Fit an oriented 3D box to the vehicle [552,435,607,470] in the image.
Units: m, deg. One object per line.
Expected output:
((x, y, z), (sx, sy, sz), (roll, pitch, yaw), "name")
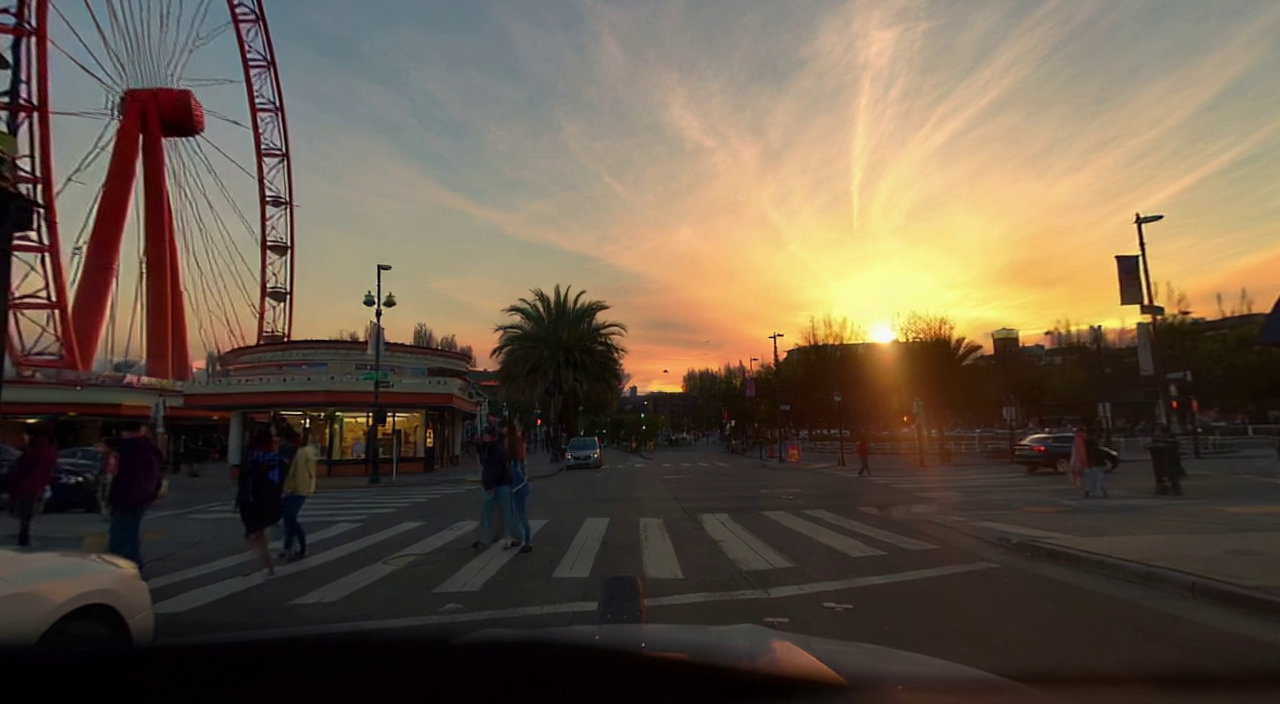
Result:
((-3.938, 6.381, 40.254), (2.549, 2.000, 5.699), (2, -9, -15), "vehicle")

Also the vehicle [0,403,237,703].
((-3.366, 0.787, 1.187), (1.940, 1.505, 4.676), (-1, -9, 3), "vehicle")
